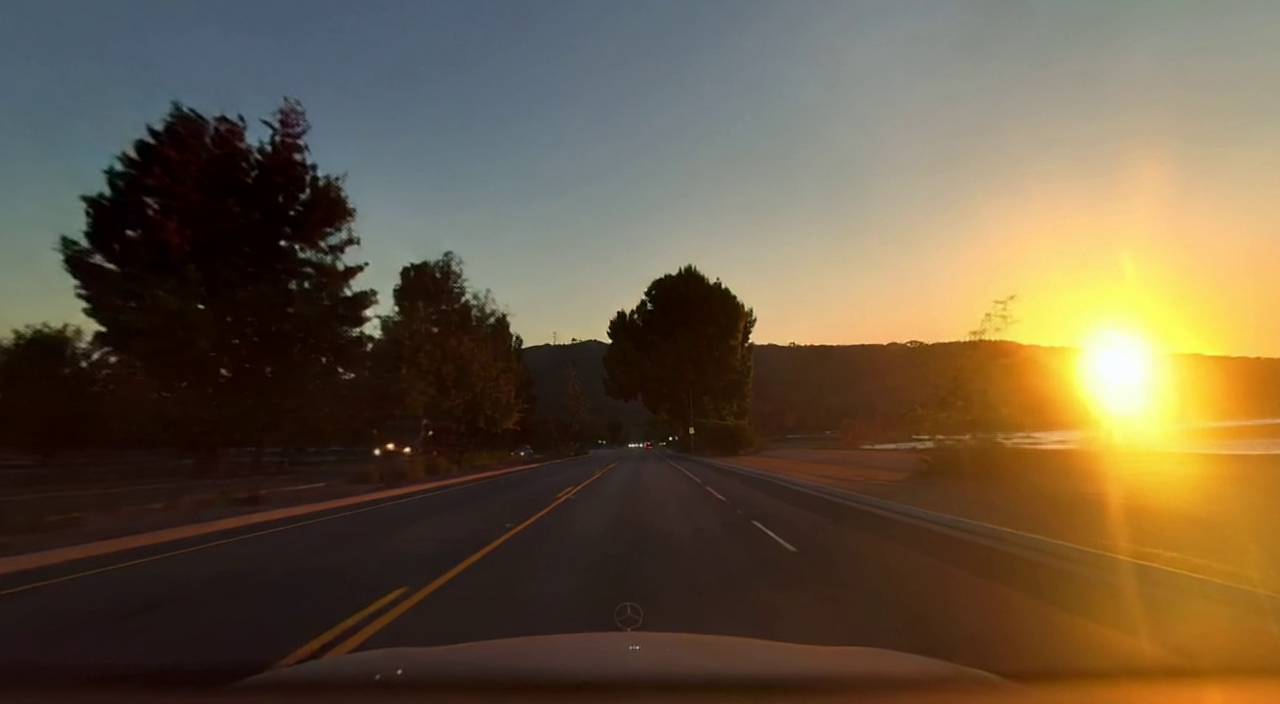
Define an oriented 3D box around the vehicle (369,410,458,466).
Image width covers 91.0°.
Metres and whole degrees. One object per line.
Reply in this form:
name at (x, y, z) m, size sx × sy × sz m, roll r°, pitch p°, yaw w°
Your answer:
vehicle at (-17.007, 6.642, 48.247) m, size 3.008 × 3.803 × 9.935 m, roll 0°, pitch -8°, yaw 0°
